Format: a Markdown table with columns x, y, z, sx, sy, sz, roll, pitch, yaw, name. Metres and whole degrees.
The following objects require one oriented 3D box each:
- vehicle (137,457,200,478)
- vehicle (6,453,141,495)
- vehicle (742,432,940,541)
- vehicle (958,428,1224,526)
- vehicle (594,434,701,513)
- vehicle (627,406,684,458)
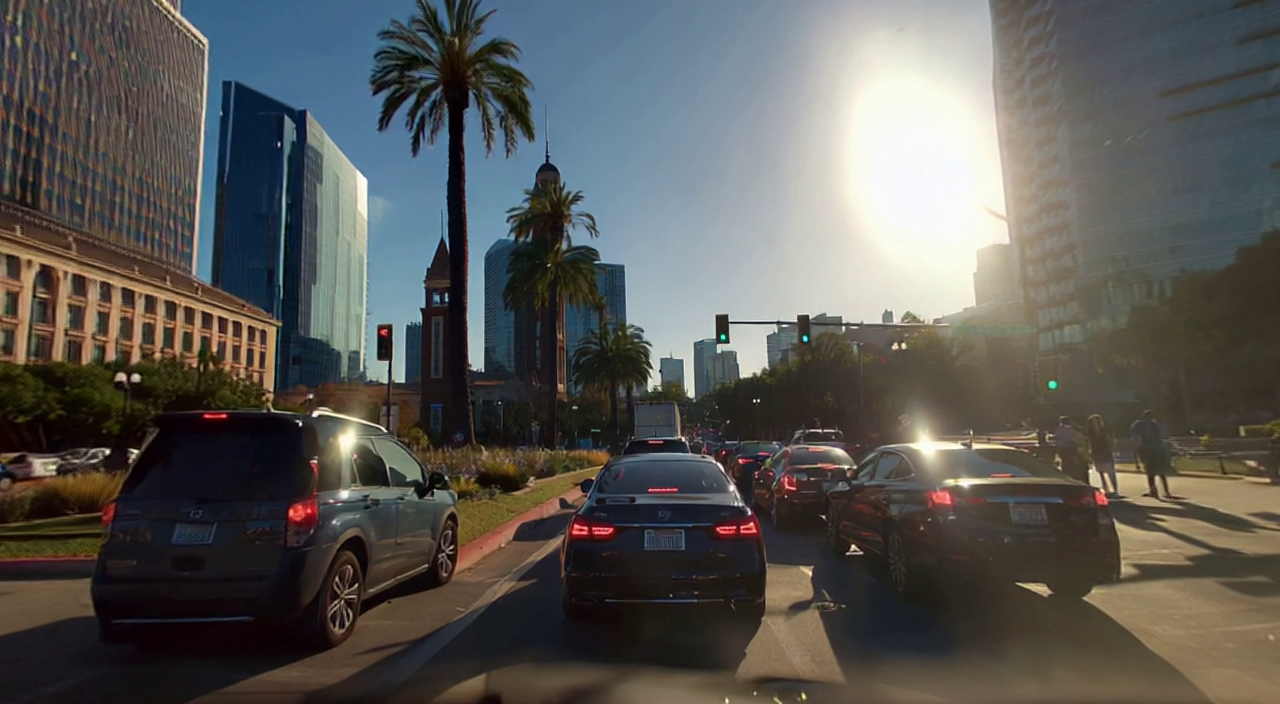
| x | y | z | sx | sy | sz | roll | pitch | yaw | name |
| --- | --- | --- | --- | --- | --- | --- | --- | --- | --- |
| -36.837 | 9.011 | 49.264 | 1.700 | 1.527 | 4.445 | 1 | -9 | -4 | vehicle |
| -26.710 | 5.724 | 29.967 | 2.105 | 1.793 | 4.812 | 1 | -9 | -4 | vehicle |
| 3.102 | 2.174 | 10.846 | 1.913 | 1.469 | 4.425 | 0 | -9 | 0 | vehicle |
| 8.178 | 2.283 | 12.050 | 1.859 | 1.508 | 4.259 | 0 | -9 | -1 | vehicle |
| 0.172 | 2.621 | 13.984 | 2.048 | 1.503 | 3.681 | 0 | -9 | 1 | vehicle |
| 0.824 | 3.739 | 29.056 | 2.230 | 2.158 | 5.498 | -1 | -9 | 5 | vehicle |
